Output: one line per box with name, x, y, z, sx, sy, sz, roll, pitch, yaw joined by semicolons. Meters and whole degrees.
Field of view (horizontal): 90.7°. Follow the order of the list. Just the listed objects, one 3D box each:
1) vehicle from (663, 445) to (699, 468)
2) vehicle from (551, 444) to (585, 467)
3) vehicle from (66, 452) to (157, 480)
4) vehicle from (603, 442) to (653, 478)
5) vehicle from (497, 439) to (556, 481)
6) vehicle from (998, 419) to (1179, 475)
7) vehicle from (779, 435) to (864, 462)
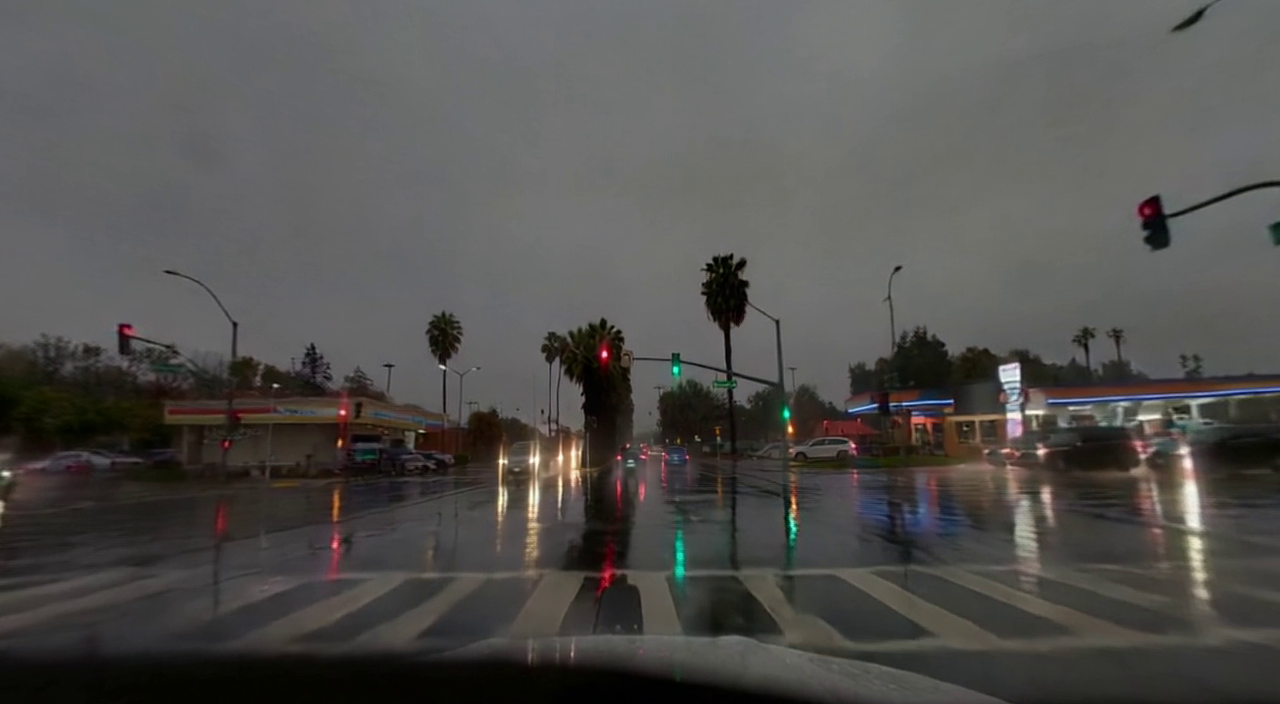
vehicle;2.803;7.268;44.222;2.060;1.471;4.168;0;-9;-2
vehicle;-5.367;7.762;47.675;2.060;1.643;4.359;-1;-9;1
vehicle;-33.867;7.285;40.745;1.913;1.638;4.553;0;-9;0
vehicle;-0.567;4.995;29.522;2.160;1.508;4.319;0;-9;-1
vehicle;-5.297;5.041;30.008;2.032;1.747;4.479;-2;-8;-1
vehicle;17.072;3.646;24.341;5.173;1.976;2.223;0;-9;0
vehicle;13.478;7.230;47.236;5.718;1.911;2.088;0;-9;-2
